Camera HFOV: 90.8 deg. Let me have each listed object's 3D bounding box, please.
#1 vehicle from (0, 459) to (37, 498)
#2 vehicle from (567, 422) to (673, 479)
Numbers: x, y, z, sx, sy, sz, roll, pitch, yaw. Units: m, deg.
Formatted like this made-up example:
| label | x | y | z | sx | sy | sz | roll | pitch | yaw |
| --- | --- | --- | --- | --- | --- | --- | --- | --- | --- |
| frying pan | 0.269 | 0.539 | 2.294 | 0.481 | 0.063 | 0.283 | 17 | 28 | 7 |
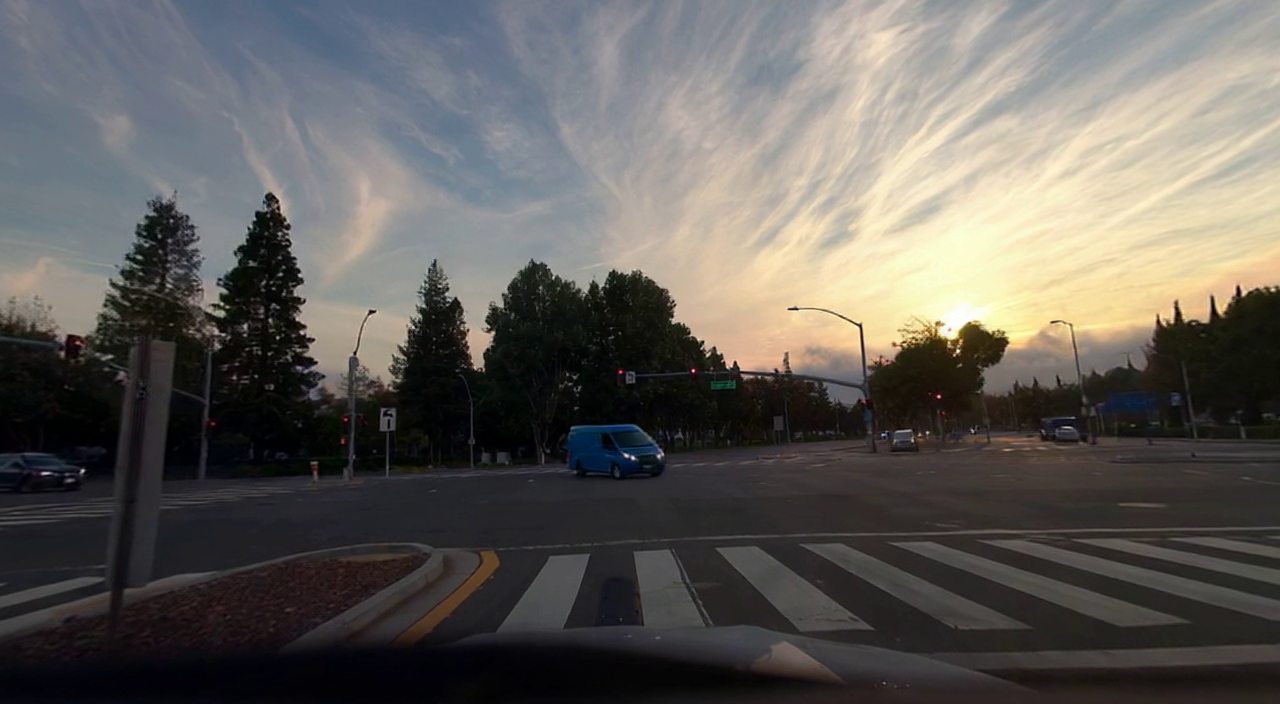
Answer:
| label | x | y | z | sx | sy | sz | roll | pitch | yaw |
| --- | --- | --- | --- | --- | --- | --- | --- | --- | --- |
| vehicle | -45.977 | 9.057 | 45.619 | 2.529 | 2.543 | 5.861 | 6 | -10 | -35 |
| vehicle | -1.104 | 4.613 | 29.862 | 2.465 | 2.404 | 5.791 | 5 | -10 | -31 |
